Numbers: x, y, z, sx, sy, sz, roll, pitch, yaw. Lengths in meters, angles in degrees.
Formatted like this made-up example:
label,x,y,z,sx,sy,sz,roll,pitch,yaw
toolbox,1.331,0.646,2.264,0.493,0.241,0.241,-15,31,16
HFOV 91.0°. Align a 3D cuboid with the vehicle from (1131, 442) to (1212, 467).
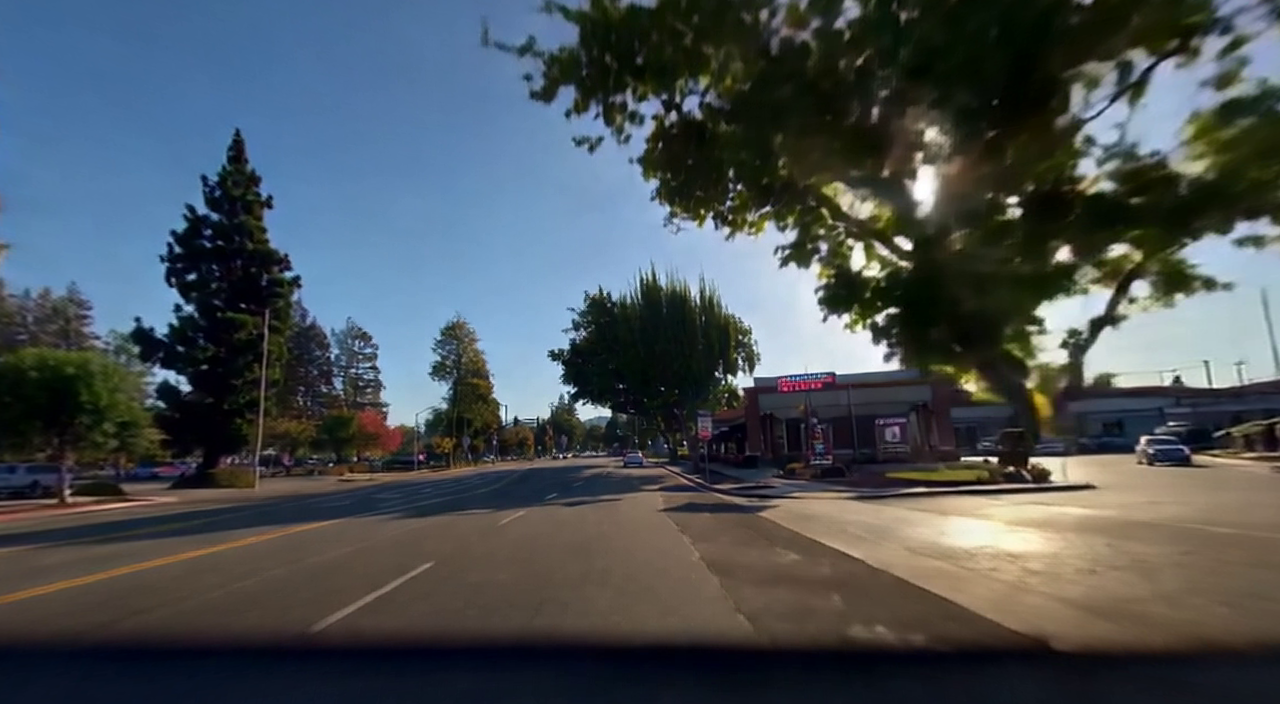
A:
label,x,y,z,sx,sy,sz,roll,pitch,yaw
vehicle,33.190,6.386,39.271,4.411,1.457,2.013,4,-10,-24
